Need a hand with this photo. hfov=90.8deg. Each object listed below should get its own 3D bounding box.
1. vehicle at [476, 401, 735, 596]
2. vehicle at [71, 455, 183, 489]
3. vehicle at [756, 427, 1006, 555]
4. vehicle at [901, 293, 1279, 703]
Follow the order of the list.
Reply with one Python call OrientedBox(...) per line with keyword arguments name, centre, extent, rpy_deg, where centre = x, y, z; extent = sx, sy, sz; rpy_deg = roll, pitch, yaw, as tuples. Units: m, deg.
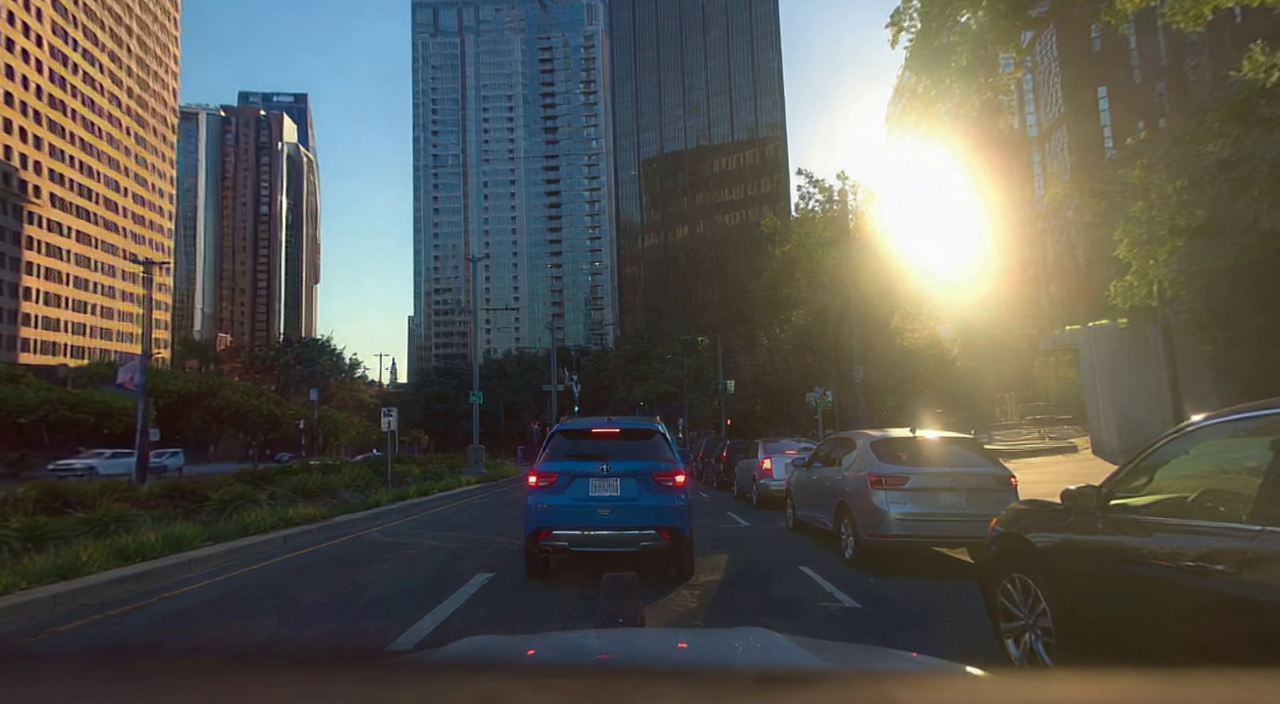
OrientedBox(name="vehicle", centre=(-0.342, 1.586, 7.639), extent=(2.249, 1.684, 4.084), rpy_deg=(0, -9, -1))
OrientedBox(name="vehicle", centre=(-25.318, 5.917, 31.429), extent=(1.960, 1.459, 4.699), rpy_deg=(1, -9, -6))
OrientedBox(name="vehicle", centre=(3.279, 1.985, 9.808), extent=(1.941, 1.482, 4.632), rpy_deg=(0, -9, -2))
OrientedBox(name="vehicle", centre=(2.999, 0.750, 2.245), extent=(2.063, 1.760, 4.664), rpy_deg=(0, -9, -1))
